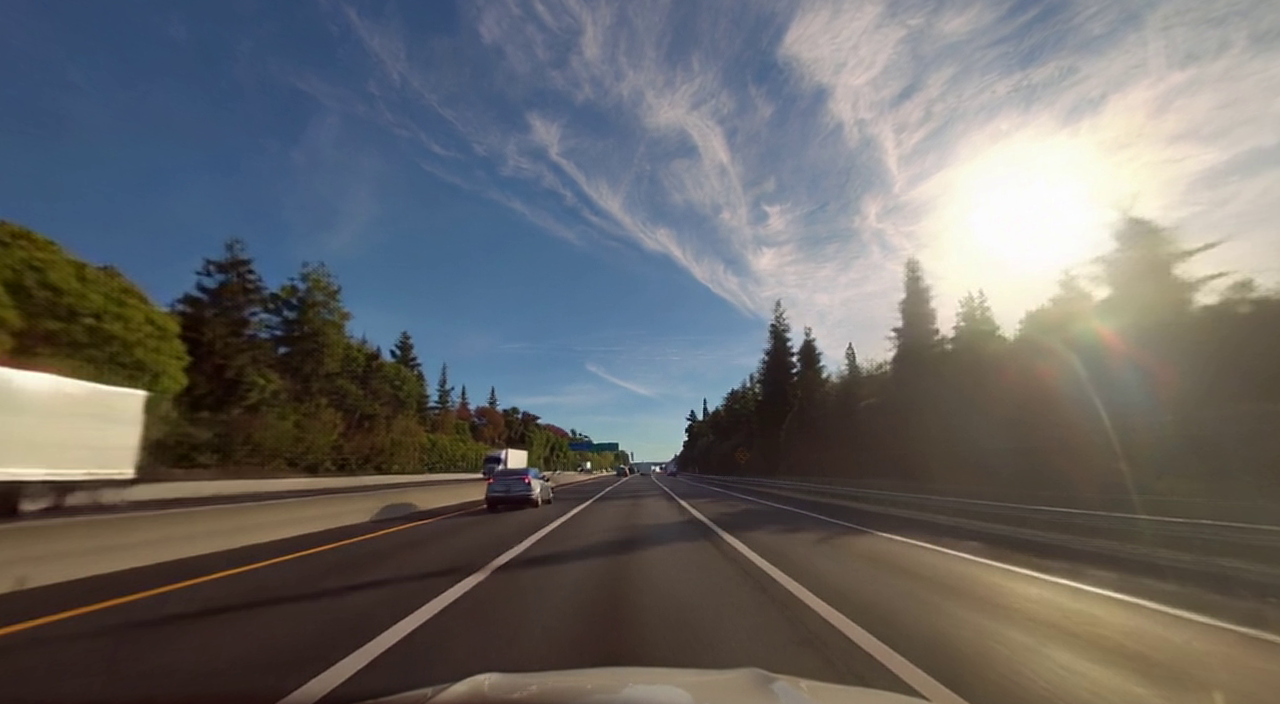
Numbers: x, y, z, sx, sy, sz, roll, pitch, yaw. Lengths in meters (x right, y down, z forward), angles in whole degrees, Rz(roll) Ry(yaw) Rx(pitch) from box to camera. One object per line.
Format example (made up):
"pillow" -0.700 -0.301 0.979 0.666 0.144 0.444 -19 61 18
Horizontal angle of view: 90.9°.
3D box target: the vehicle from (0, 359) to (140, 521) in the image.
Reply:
"vehicle" -17.528 2.209 15.951 2.820 4.017 8.039 1 -11 0

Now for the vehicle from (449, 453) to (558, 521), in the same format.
"vehicle" -3.796 3.887 18.489 2.053 1.657 4.725 1 -11 1
